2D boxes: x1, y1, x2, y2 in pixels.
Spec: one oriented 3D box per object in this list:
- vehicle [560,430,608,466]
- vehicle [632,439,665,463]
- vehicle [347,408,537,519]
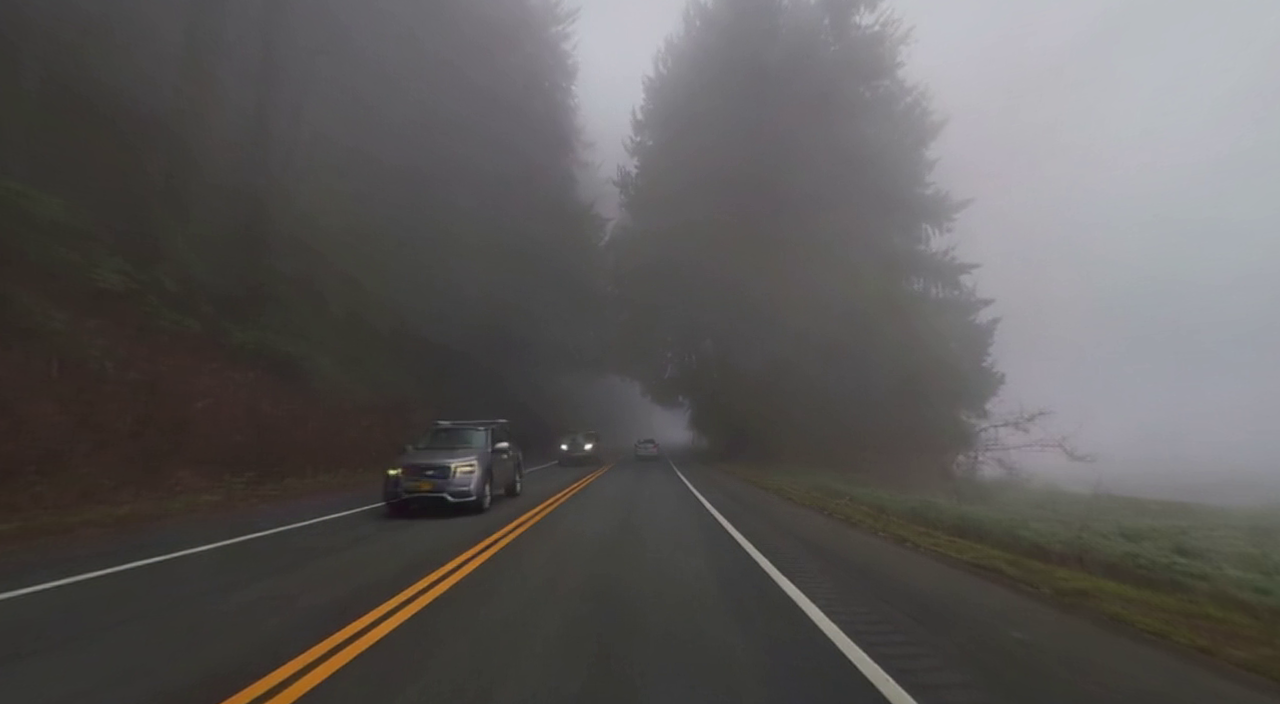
[{"bbox_3d":[-3.497,6.193,40.888,2.441,2.113,5.738,0,-9,1],"label":"vehicle"},{"bbox_3d":[0.563,6.616,42.254,2.067,1.486,3.861,0,-9,1],"label":"vehicle"},{"bbox_3d":[-4.137,2.489,14.564,2.461,2.030,5.478,0,-9,2],"label":"vehicle"}]
